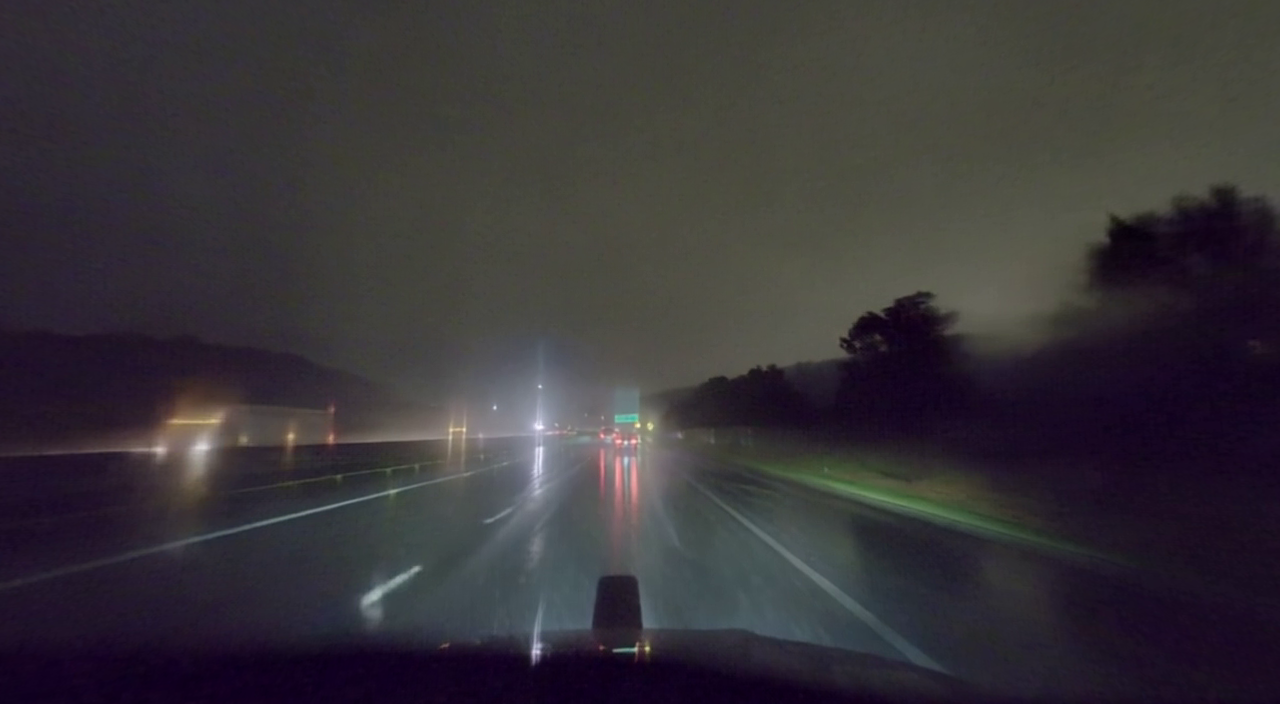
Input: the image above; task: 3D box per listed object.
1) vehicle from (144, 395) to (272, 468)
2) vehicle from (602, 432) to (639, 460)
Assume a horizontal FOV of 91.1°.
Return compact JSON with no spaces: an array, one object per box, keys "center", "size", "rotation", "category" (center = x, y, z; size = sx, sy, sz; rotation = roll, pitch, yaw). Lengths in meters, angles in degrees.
[{"center":[-24.230,4.523,35.734],"size":[2.958,3.757,5.987],"rotation":[0,-8,-1],"category":"vehicle"},{"center":[-1.077,5.214,35.202],"size":[1.948,1.470,3.913],"rotation":[0,-8,-2],"category":"vehicle"}]
